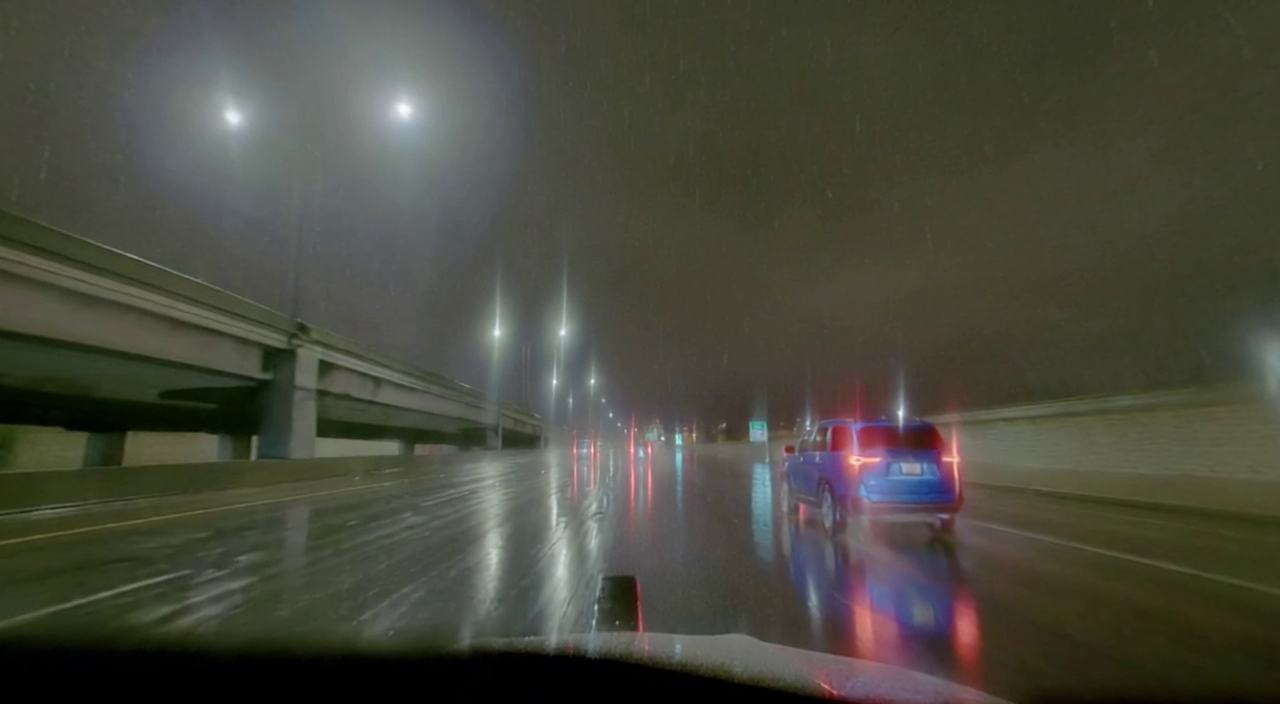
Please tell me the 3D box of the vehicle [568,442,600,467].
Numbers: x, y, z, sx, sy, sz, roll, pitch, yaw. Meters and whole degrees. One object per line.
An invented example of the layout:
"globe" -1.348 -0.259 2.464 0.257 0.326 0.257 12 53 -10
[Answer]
"vehicle" -3.948 7.320 45.370 2.000 1.646 4.201 0 -8 -1

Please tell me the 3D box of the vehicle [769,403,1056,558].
"vehicle" 3.777 1.890 10.050 2.288 1.841 4.779 0 -8 -2

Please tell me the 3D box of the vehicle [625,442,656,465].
"vehicle" -0.011 7.607 47.399 2.132 1.657 3.967 0 -8 -2
